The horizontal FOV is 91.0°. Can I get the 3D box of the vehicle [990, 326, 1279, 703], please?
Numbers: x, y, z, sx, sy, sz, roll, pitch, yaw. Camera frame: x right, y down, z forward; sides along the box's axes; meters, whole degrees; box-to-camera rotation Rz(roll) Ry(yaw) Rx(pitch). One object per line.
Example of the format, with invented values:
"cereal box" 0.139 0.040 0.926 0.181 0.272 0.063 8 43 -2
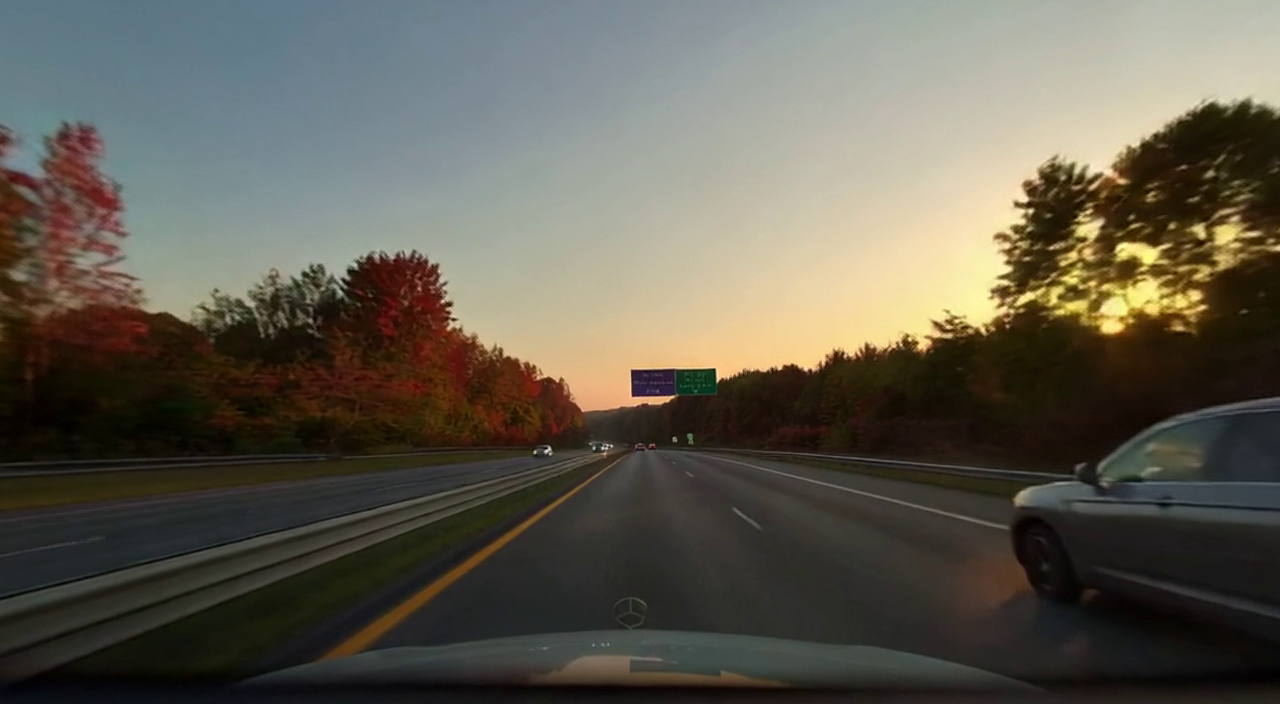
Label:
"vehicle" 4.177 0.791 2.909 2.360 1.798 4.781 0 -8 0
